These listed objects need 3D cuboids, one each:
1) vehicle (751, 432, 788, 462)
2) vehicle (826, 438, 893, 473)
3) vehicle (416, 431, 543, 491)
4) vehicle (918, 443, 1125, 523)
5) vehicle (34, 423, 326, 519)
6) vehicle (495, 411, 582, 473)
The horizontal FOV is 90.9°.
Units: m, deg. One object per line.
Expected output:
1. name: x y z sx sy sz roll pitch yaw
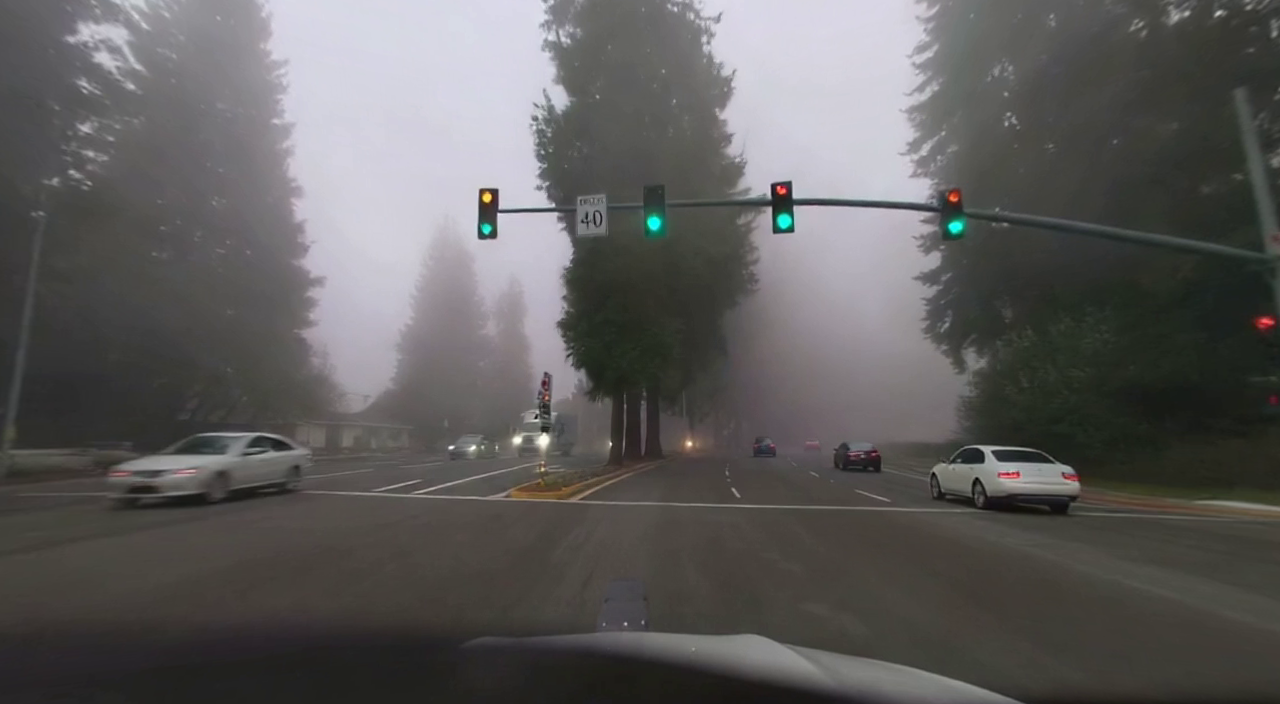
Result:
1. vehicle: 7.818 5.787 38.418 1.991 1.684 4.127 -1 -8 9
2. vehicle: 9.862 4.657 28.635 1.855 1.444 4.389 -1 -8 6
3. vehicle: -4.368 3.013 18.043 2.036 1.476 4.557 -1 -7 6
4. vehicle: 7.663 2.620 13.298 1.783 1.386 4.433 0 -8 3
5. vehicle: -8.345 2.196 12.189 1.936 1.470 4.675 -1 -8 3
6. vehicle: -3.909 3.646 25.537 2.334 2.214 5.724 0 -8 3
